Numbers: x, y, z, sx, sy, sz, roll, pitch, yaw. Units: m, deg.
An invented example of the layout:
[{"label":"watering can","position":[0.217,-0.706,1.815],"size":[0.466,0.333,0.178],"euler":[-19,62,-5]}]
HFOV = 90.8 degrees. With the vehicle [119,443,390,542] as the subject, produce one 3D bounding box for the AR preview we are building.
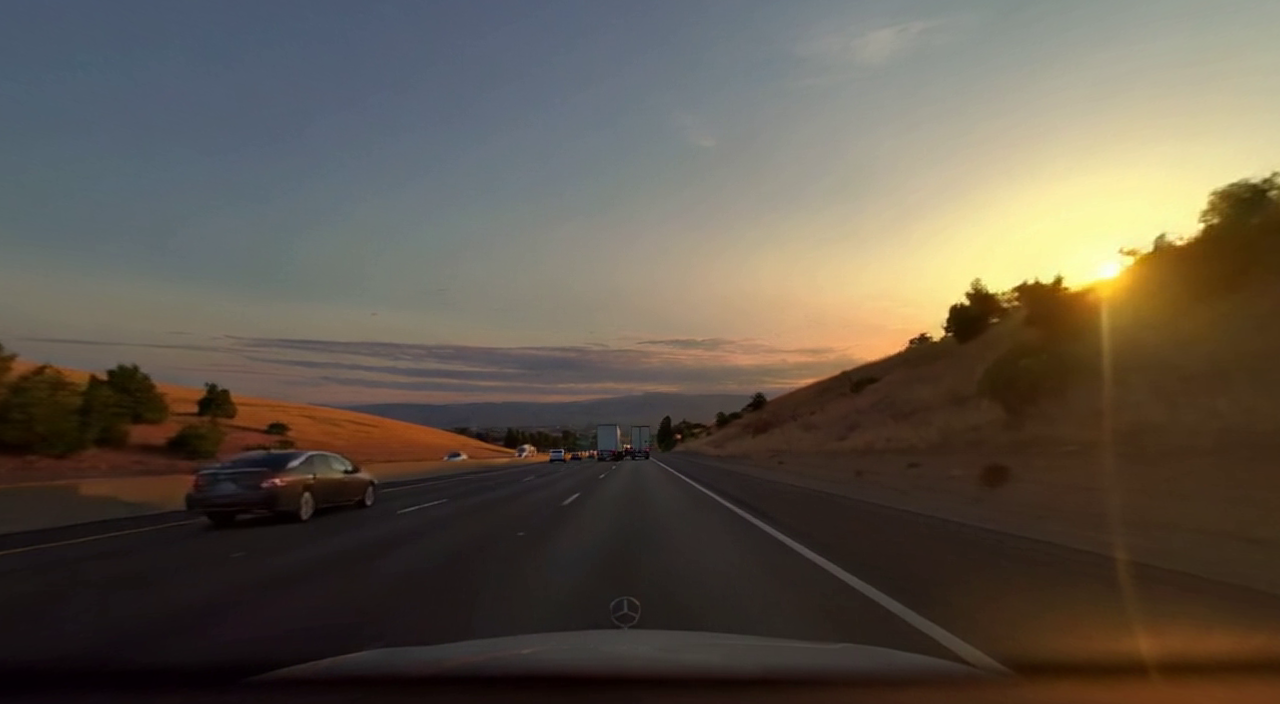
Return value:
[{"label":"vehicle","position":[-6.850,2.532,12.120],"size":[2.036,1.474,5.011],"euler":[0,-9,0]}]
